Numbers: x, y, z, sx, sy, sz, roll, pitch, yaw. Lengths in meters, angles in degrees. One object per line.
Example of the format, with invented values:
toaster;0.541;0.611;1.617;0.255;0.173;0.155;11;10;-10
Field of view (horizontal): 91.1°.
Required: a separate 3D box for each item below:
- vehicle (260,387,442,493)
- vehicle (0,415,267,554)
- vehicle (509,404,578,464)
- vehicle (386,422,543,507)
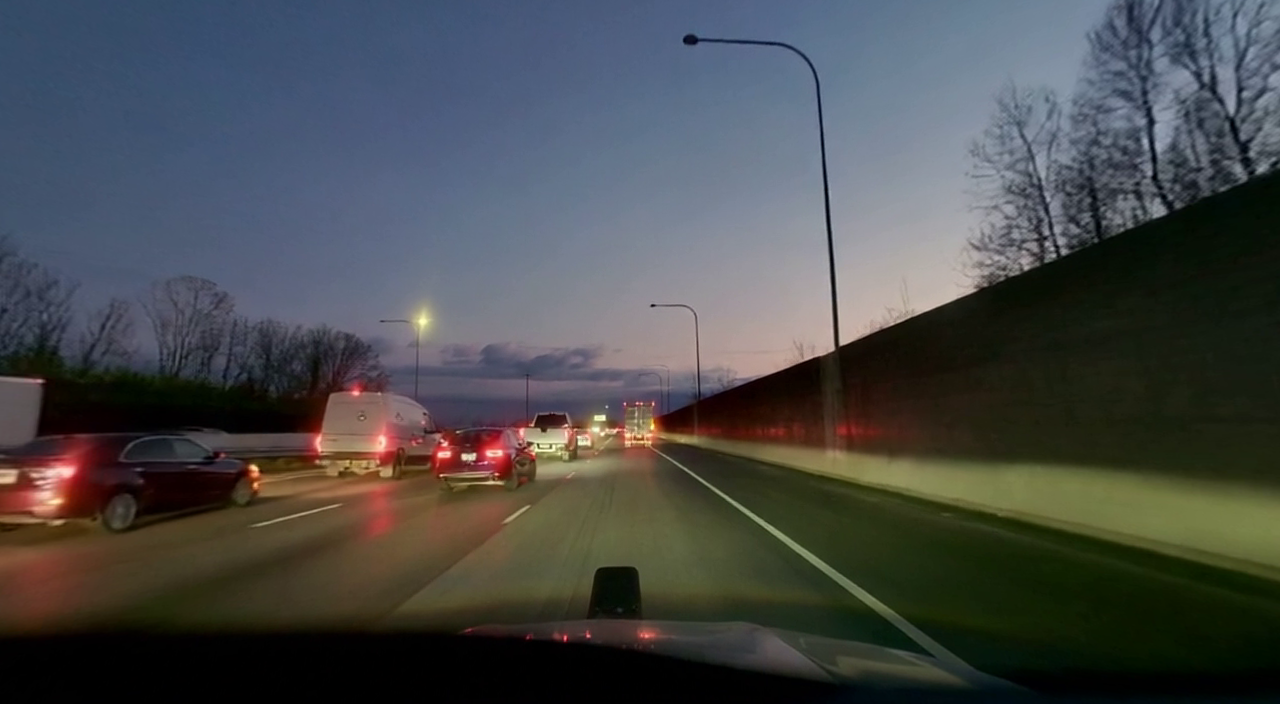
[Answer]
vehicle;-7.621;2.429;17.532;2.386;2.435;5.831;0;-8;-2
vehicle;-7.600;1.761;9.105;1.957;1.545;3.971;0;-8;0
vehicle;-4.362;3.826;29.364;2.427;2.514;5.159;0;-8;0
vehicle;-3.406;2.262;13.167;2.089;1.485;4.153;0;-8;0
